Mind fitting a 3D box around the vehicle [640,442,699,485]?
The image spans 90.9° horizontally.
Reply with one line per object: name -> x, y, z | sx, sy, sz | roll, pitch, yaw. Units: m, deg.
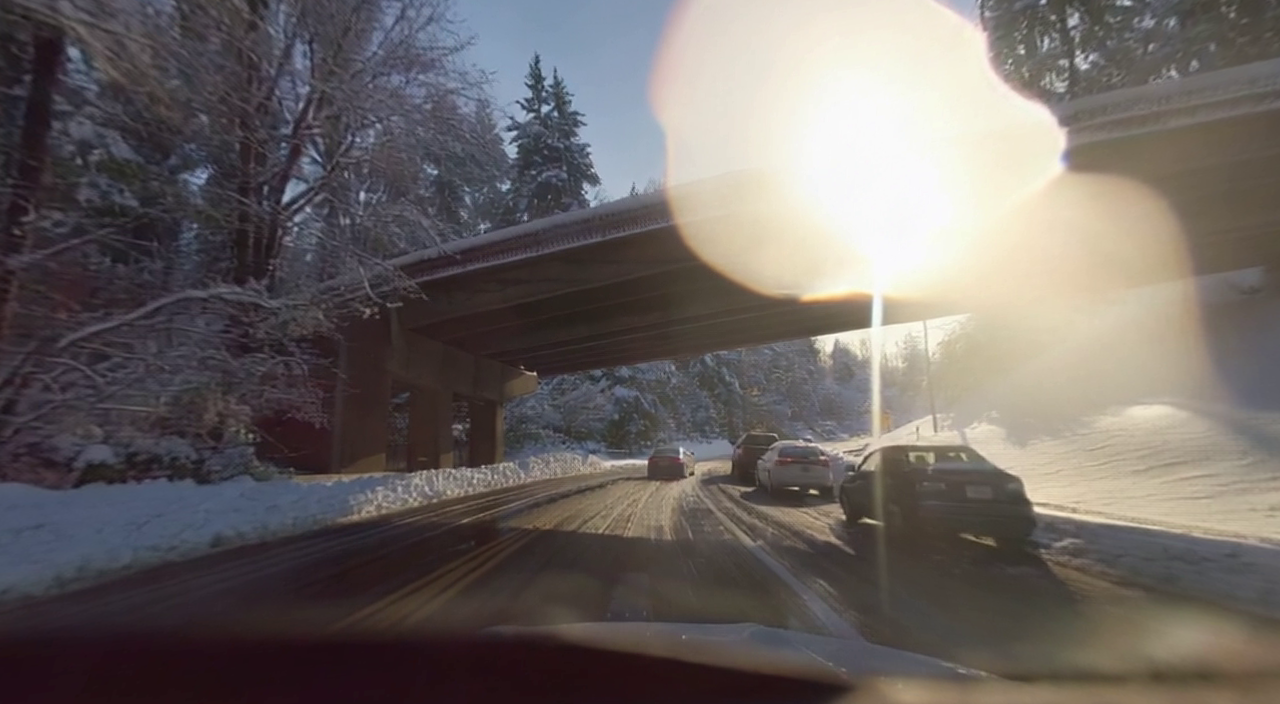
vehicle -> 1.220, 4.253, 24.288 | 2.078, 1.506, 4.058 | -1, -9, 5

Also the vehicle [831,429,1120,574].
vehicle -> 4.176, 1.895, 8.697 | 1.911, 1.525, 3.755 | -1, -9, 1

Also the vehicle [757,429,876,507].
vehicle -> 4.417, 2.981, 16.566 | 1.947, 1.745, 4.452 | -1, -9, 2
